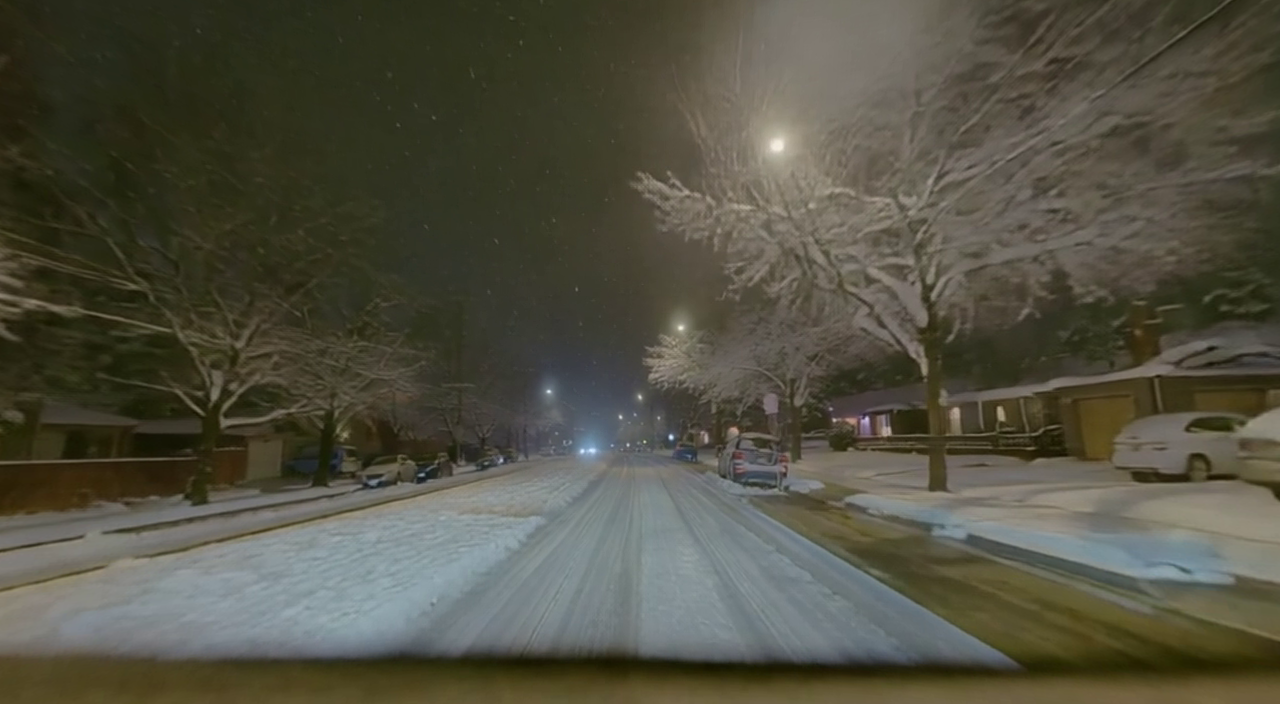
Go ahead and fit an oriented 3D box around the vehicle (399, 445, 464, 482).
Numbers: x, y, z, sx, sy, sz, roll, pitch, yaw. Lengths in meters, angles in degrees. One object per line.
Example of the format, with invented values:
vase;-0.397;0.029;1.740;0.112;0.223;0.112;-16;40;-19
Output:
vehicle;-11.086;5.932;33.997;1.981;1.790;4.682;0;-8;-1

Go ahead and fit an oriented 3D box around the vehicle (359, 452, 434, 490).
vehicle;-11.084;5.409;29.104;1.815;1.532;4.517;1;-8;-2

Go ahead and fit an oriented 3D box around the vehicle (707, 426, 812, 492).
vehicle;3.845;3.604;21.698;2.319;1.938;5.961;1;-8;-2

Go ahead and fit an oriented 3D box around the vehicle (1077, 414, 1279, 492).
vehicle;12.353;2.125;13.395;4.627;1.500;2.046;0;-8;-1

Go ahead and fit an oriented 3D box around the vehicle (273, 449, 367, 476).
vehicle;-19.306;6.675;38.246;4.569;1.498;2.072;0;-8;0
